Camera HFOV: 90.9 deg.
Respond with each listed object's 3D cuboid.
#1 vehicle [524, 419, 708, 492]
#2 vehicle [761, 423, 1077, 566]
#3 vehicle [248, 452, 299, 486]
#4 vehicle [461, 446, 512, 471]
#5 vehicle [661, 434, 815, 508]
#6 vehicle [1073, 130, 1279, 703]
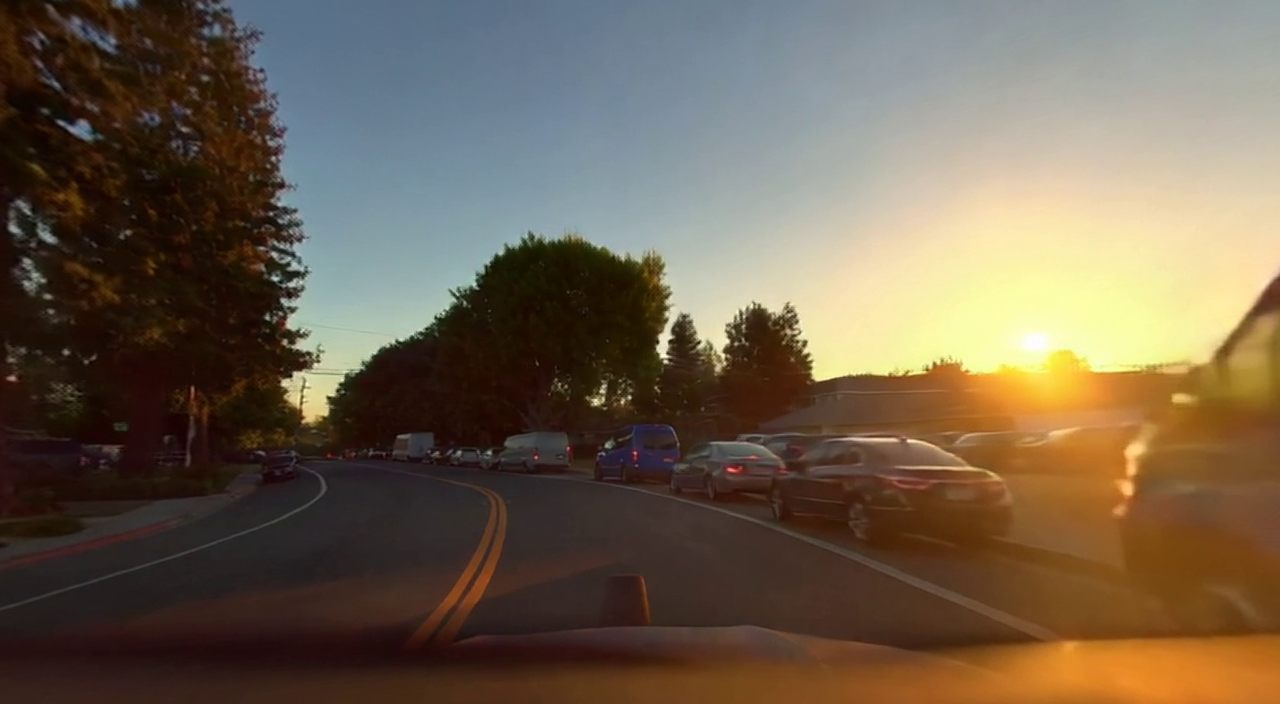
[{"bbox_3d":[-1.520,4.018,24.813,3.041,2.164,10.370,2,-9,-27],"label":"vehicle"},{"bbox_3d":[3.370,1.808,8.885,1.961,1.456,4.569,1,-8,-7],"label":"vehicle"},{"bbox_3d":[-18.620,5.862,31.953,1.950,1.489,4.214,4,-9,-33],"label":"vehicle"},{"bbox_3d":[-9.623,6.591,39.199,1.804,1.453,4.462,5,-10,-30],"label":"vehicle"},{"bbox_3d":[2.112,2.754,15.159,1.957,1.479,4.554,2,-9,-15],"label":"vehicle"},{"bbox_3d":[4.244,-0.012,0.725,2.406,2.689,6.916,0,-8,-1],"label":"vehicle"}]
